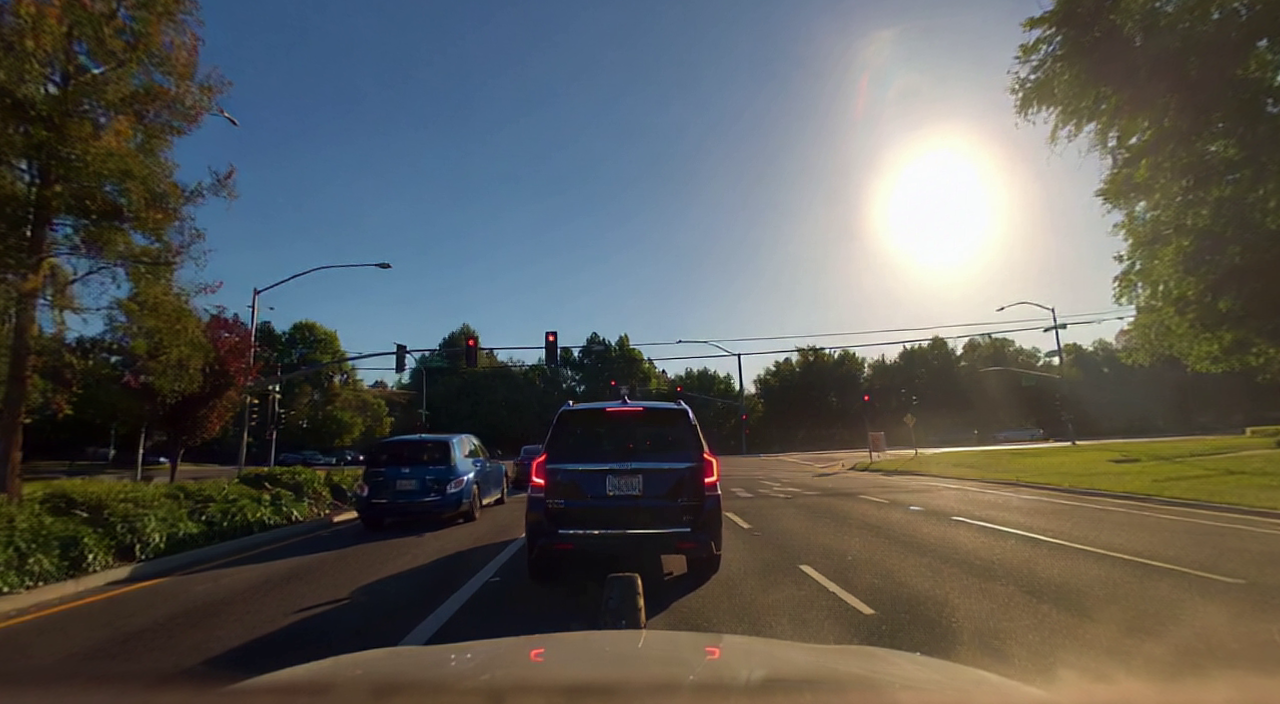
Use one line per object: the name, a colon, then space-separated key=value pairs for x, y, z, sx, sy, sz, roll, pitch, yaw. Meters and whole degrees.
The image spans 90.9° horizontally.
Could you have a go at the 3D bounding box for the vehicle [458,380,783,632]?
vehicle: x=-0.160 y=1.392 z=6.626 sx=2.298 sy=1.770 sz=4.138 roll=0 pitch=-8 yaw=-1

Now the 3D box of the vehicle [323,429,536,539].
vehicle: x=-3.363 y=2.220 z=11.395 sx=2.061 sy=1.504 sz=5.142 roll=0 pitch=-8 yaw=0
